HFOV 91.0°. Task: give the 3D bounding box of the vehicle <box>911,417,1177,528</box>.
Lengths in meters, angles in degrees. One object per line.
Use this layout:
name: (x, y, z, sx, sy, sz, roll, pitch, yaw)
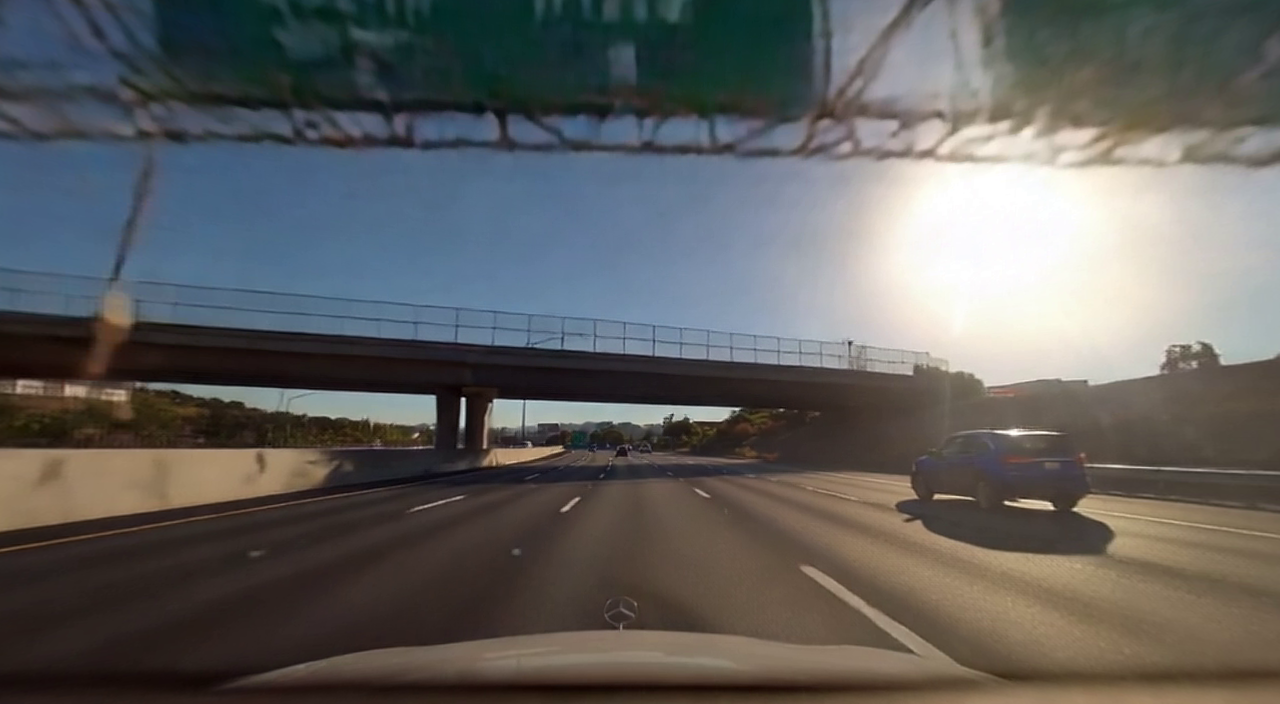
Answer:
vehicle: (7.242, 2.208, 12.032, 2.091, 1.711, 4.383, 0, -9, -1)
